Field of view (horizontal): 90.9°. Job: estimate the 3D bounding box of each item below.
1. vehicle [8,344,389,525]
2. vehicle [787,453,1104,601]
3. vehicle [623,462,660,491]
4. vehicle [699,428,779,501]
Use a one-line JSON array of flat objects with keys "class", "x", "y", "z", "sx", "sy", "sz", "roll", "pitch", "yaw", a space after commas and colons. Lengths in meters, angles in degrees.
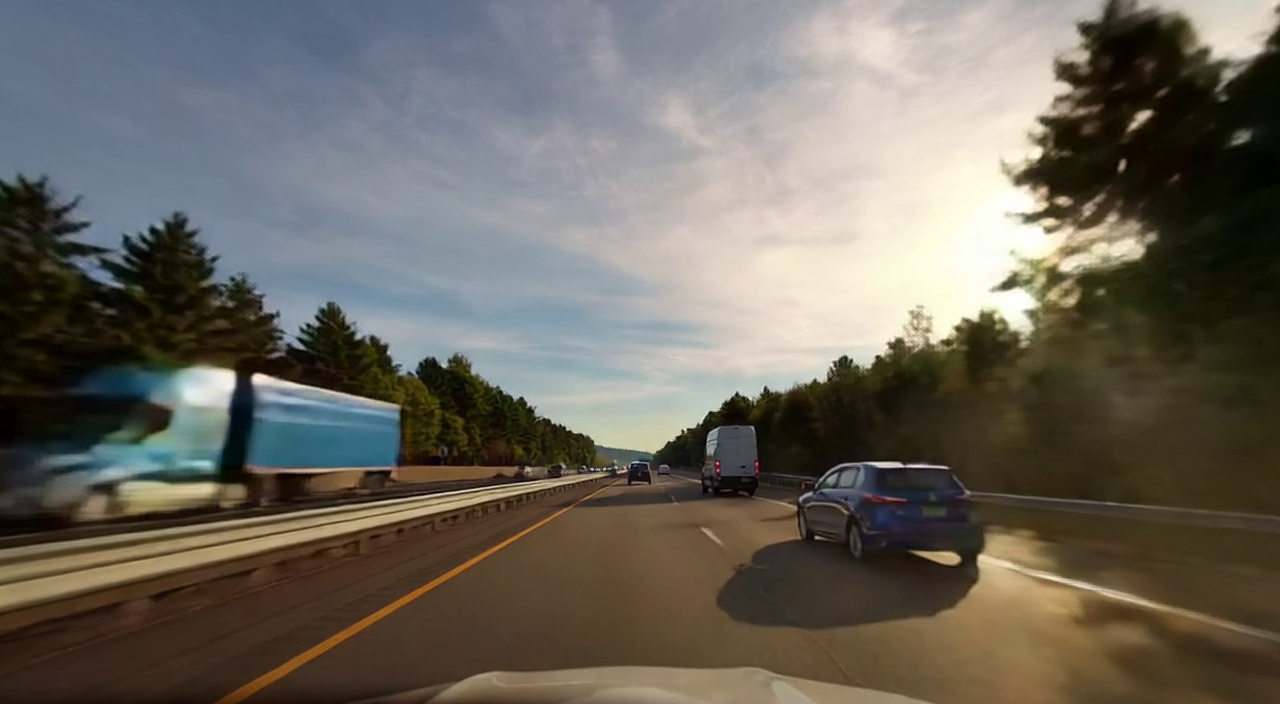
[{"class": "vehicle", "x": -12.975, "y": 3.112, "z": 21.481, "sx": 3.062, "sy": 4.226, "sz": 13.286, "roll": 0, "pitch": -11, "yaw": 1}, {"class": "vehicle", "x": 3.829, "y": 2.322, "z": 9.229, "sx": 2.073, "sy": 1.532, "sz": 4.969, "roll": 1, "pitch": -11, "yaw": -1}, {"class": "vehicle", "x": 0.102, "y": 7.959, "z": 40.395, "sx": 2.212, "sy": 1.717, "sz": 4.452, "roll": 0, "pitch": -10, "yaw": 0}, {"class": "vehicle", "x": 4.431, "y": 5.324, "z": 29.749, "sx": 2.563, "sy": 2.975, "sz": 6.941, "roll": 1, "pitch": -11, "yaw": -1}]
